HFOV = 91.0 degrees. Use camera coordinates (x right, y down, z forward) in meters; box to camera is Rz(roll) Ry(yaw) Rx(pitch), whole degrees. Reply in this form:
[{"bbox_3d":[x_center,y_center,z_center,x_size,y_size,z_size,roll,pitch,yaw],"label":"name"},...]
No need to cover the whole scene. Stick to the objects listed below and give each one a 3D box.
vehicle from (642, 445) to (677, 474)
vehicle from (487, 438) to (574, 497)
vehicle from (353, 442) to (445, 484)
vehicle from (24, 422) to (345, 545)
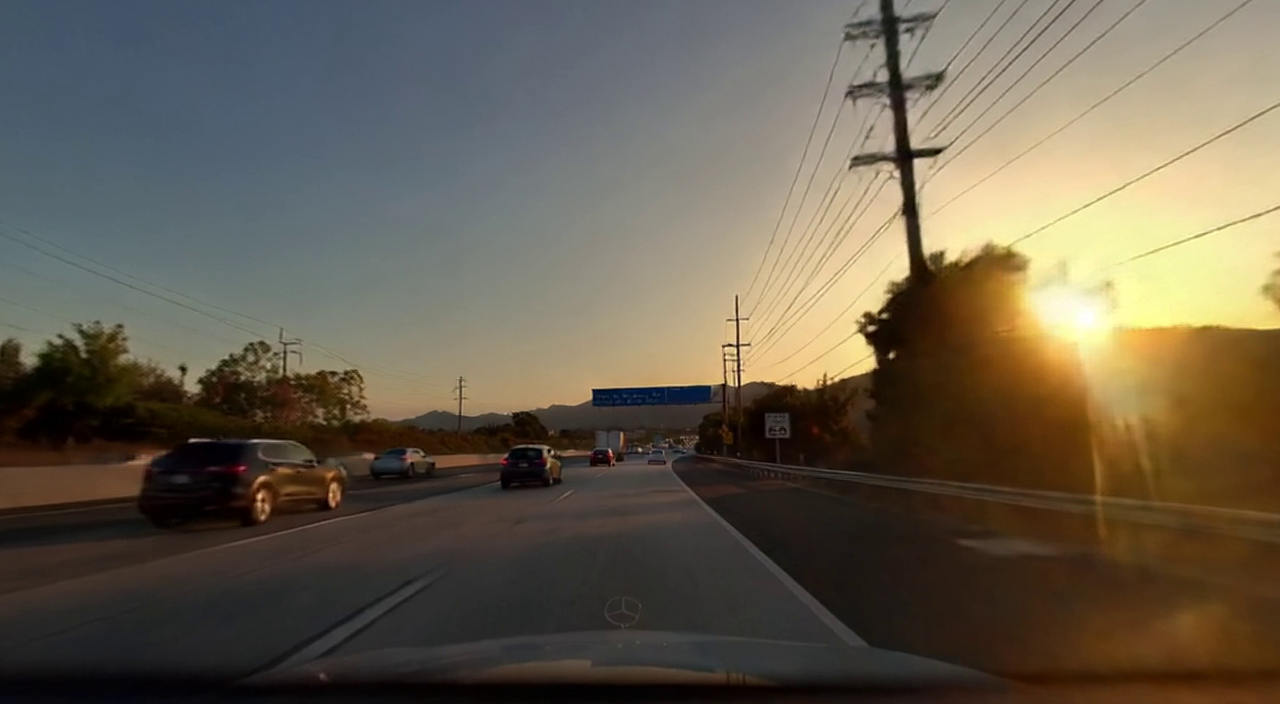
[{"bbox_3d":[1.243,6.710,39.445,2.038,1.677,4.219,0,-9,2],"label":"vehicle"},{"bbox_3d":[-3.387,3.658,20.318,1.976,1.688,4.124,0,-9,1],"label":"vehicle"},{"bbox_3d":[-10.704,4.942,28.435,2.097,1.722,4.981,0,-9,1],"label":"vehicle"},{"bbox_3d":[-7.502,2.203,11.254,2.043,1.696,4.851,0,-9,1],"label":"vehicle"}]
